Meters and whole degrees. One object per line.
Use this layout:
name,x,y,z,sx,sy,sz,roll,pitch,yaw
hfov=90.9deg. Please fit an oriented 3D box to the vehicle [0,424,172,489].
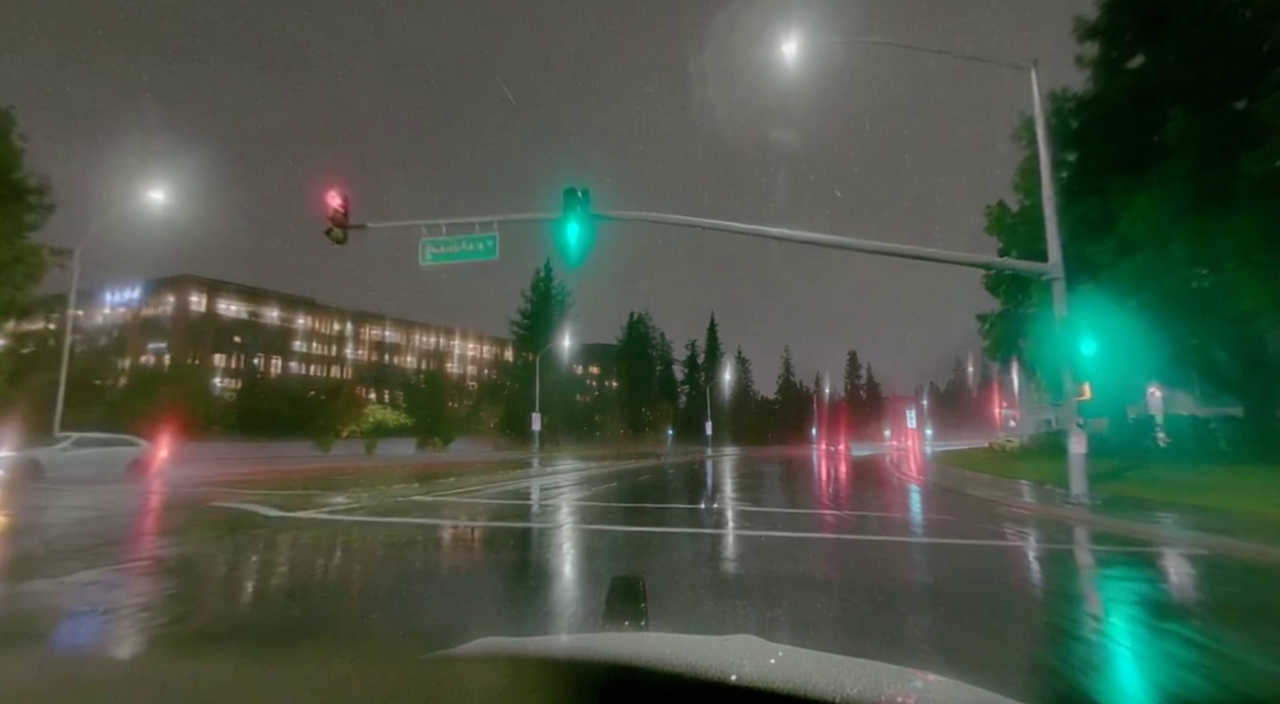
vehicle,-15.166,2.677,16.335,1.853,1.487,4.691,-2,-9,12
